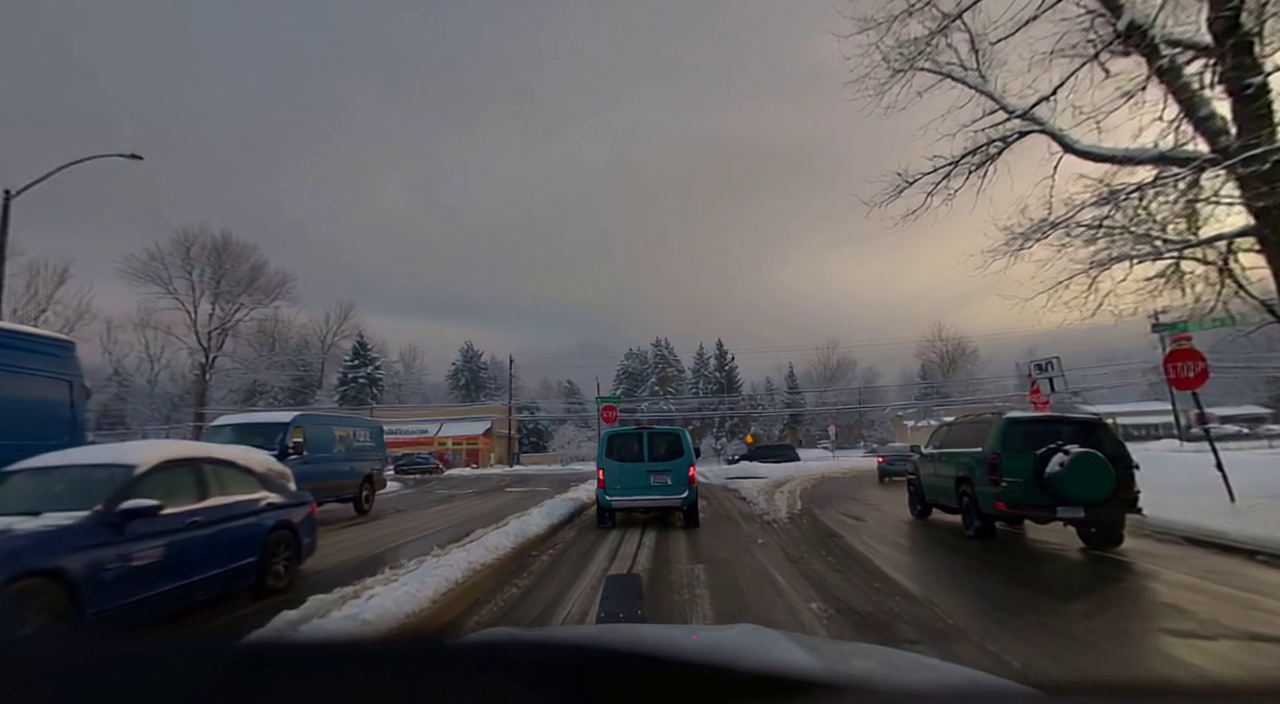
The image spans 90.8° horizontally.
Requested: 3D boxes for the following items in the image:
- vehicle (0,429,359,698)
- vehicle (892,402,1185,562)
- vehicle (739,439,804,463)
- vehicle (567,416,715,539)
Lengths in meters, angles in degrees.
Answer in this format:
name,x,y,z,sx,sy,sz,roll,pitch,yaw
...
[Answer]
name,x,y,z,sx,sy,sz,roll,pitch,yaw
vehicle,-4.371,1.425,5.150,1.869,1.465,4.503,0,-9,3
vehicle,6.019,2.017,10.541,2.204,1.973,4.946,-1,-9,8
vehicle,9.853,7.404,47.140,4.651,1.710,1.985,6,-11,-33
vehicle,0.240,2.241,11.849,2.237,1.828,4.546,-1,-9,6
